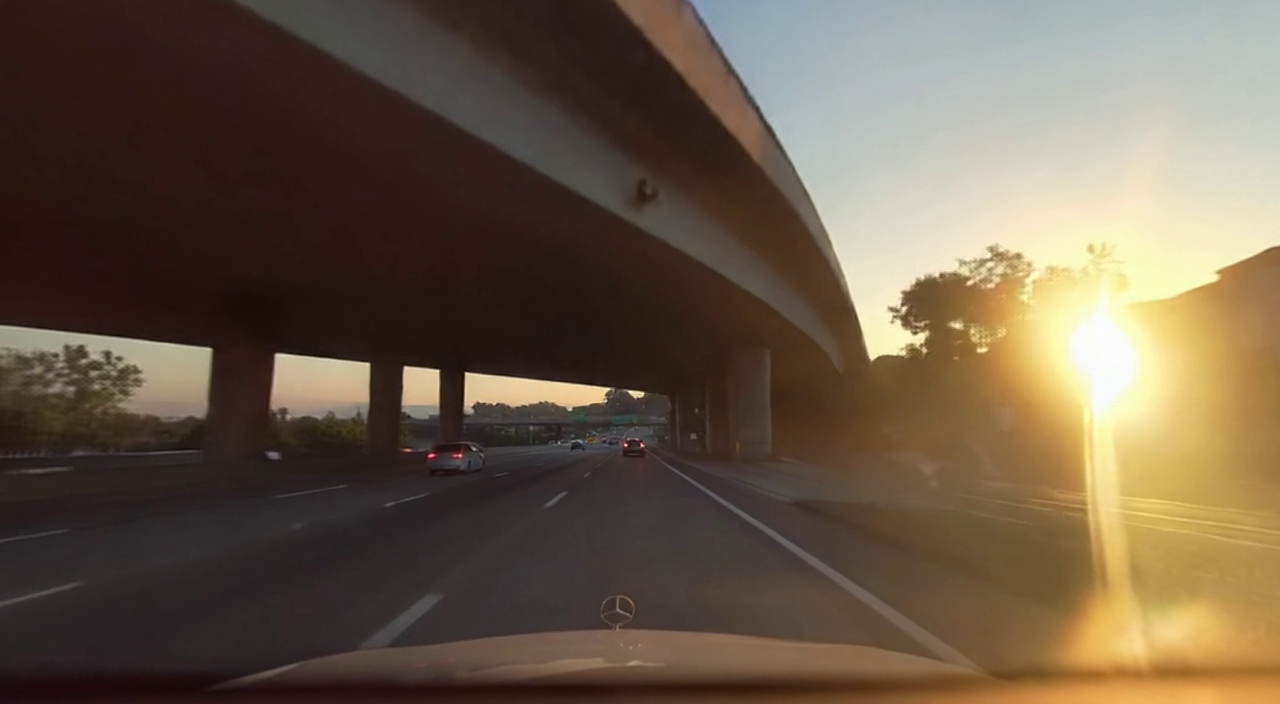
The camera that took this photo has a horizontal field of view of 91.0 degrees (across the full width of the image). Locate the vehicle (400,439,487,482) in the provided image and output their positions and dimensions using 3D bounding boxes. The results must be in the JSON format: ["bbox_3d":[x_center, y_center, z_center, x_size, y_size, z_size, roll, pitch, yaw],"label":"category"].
[{"bbox_3d":[-7.535,4.185,24.668,1.939,1.504,4.727,0,-8,-1],"label":"vehicle"}]

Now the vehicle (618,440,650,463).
[{"bbox_3d":[-0.438,6.753,42.972,2.072,1.440,3.690,0,-8,-1],"label":"vehicle"}]

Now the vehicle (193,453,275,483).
[{"bbox_3d":[-22.668,6.475,35.371,1.827,1.429,4.211,0,-8,-1],"label":"vehicle"}]
